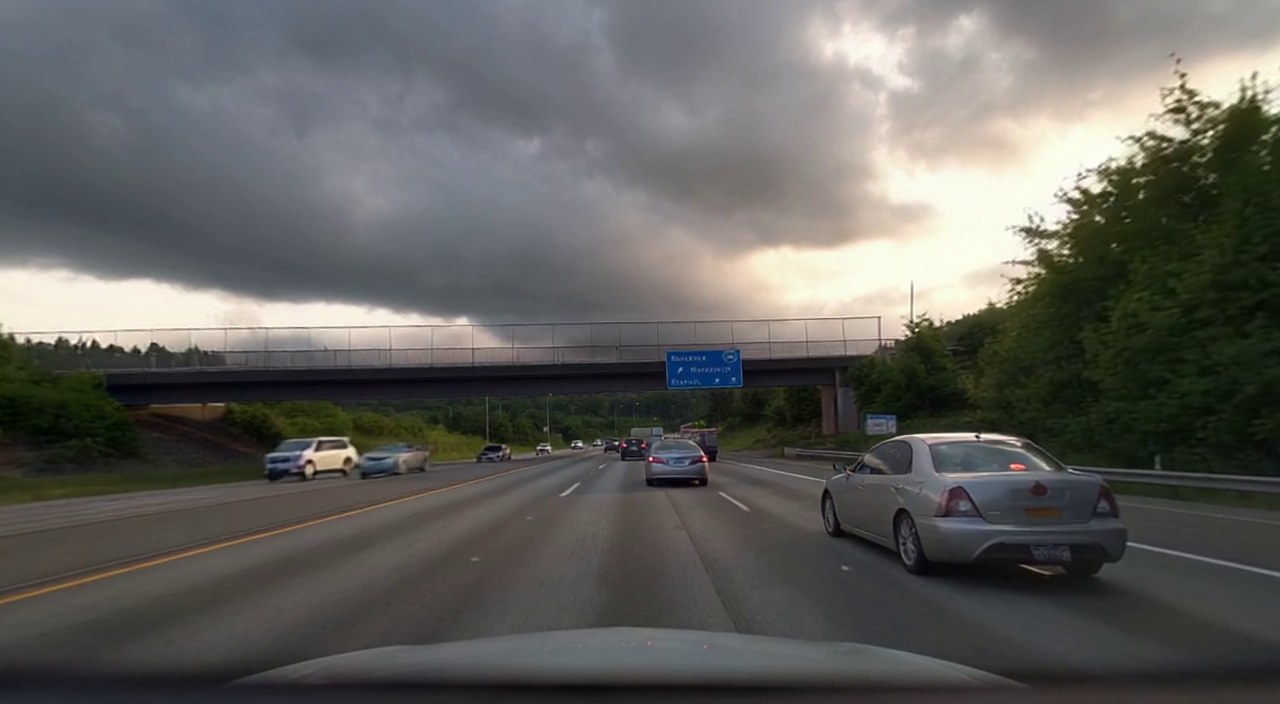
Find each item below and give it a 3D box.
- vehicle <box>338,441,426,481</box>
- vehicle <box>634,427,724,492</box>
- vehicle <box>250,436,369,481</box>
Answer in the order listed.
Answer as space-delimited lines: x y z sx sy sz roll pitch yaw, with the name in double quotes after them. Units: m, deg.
-11.363 4.781 28.105 2.044 1.502 4.700 -3 -8 -1 "vehicle"
0.991 3.058 18.264 2.092 1.636 4.024 0 -8 -4 "vehicle"
-15.208 4.905 29.472 2.454 1.868 5.753 -1 -8 0 "vehicle"
